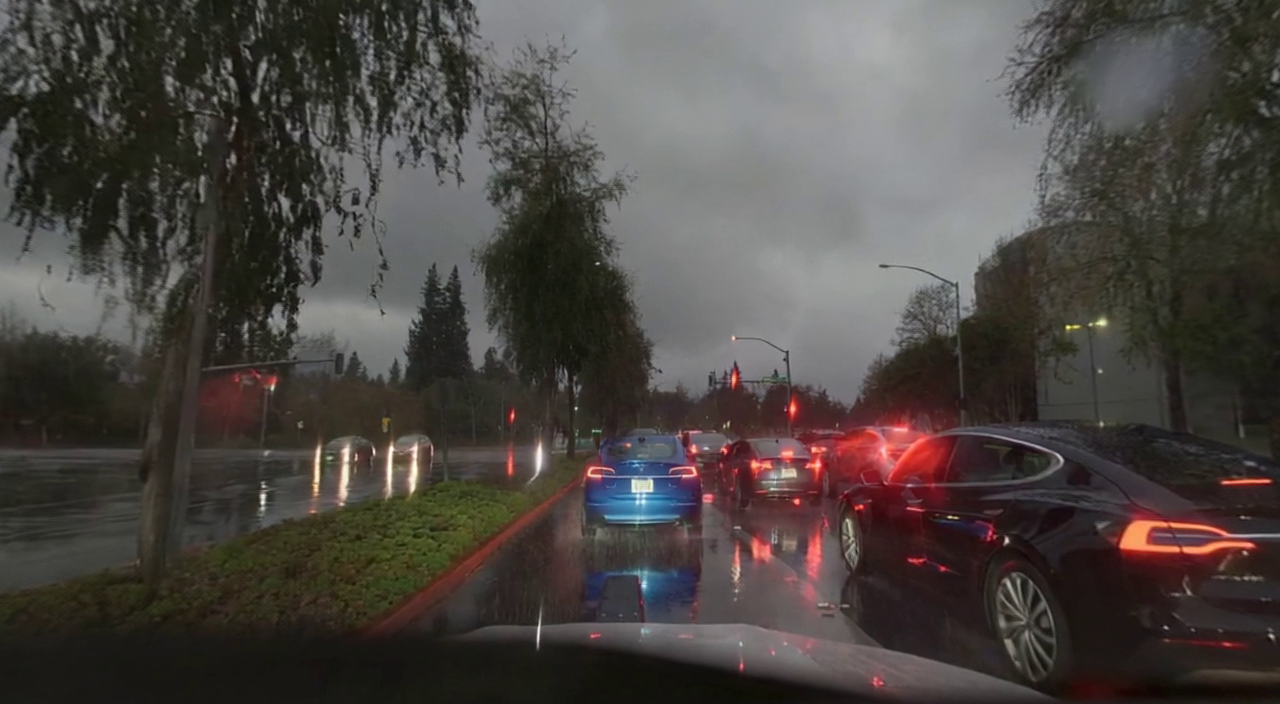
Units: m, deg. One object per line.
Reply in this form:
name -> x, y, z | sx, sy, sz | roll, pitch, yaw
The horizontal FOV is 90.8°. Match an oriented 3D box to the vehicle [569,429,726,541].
vehicle -> 0.021, 2.134, 10.821 | 2.147, 1.499, 4.240 | 0, -8, -2

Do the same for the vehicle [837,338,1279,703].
vehicle -> 3.191, 1.105, 4.306 | 2.167, 1.676, 4.443 | 0, -8, -1

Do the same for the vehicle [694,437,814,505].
vehicle -> 2.687, 2.931, 16.029 | 2.058, 1.466, 4.208 | 0, -8, -3

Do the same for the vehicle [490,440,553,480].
vehicle -> -4.647, 4.307, 25.407 | 1.972, 1.457, 4.171 | 0, -8, -4

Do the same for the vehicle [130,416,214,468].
vehicle -> -29.299, 5.654, 39.688 | 2.608, 2.990, 3.026 | 2, -8, 2
